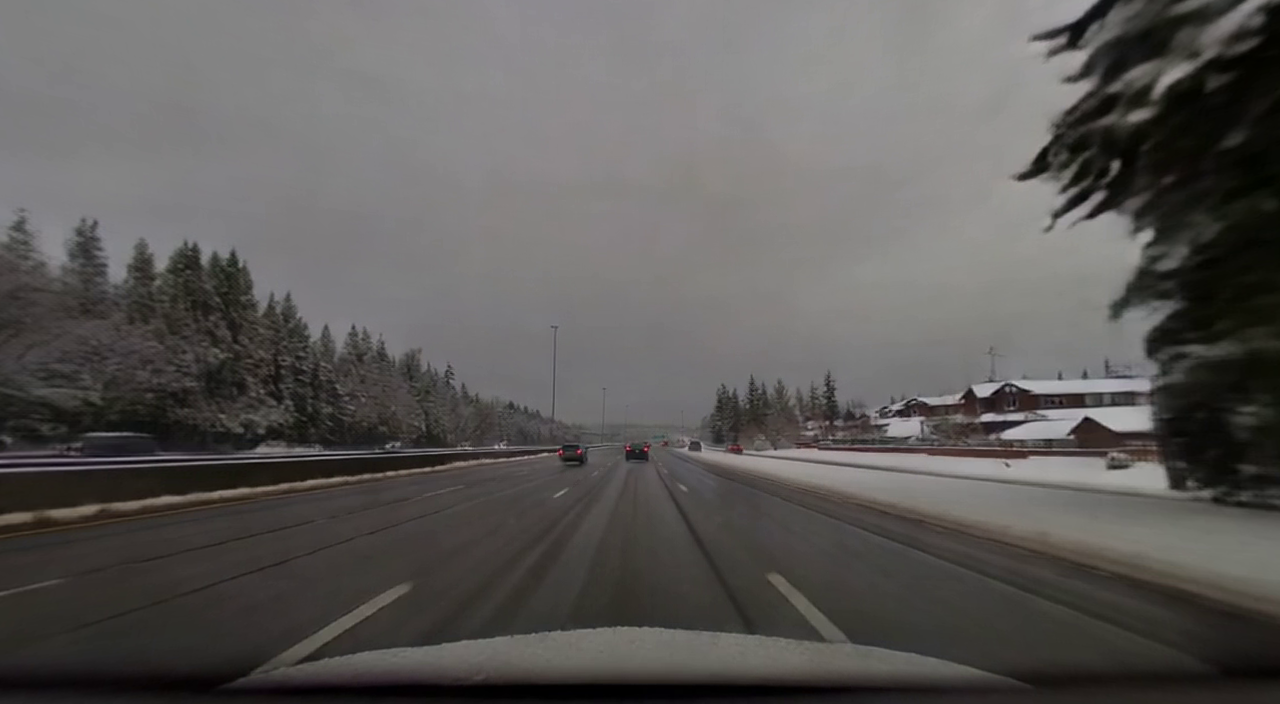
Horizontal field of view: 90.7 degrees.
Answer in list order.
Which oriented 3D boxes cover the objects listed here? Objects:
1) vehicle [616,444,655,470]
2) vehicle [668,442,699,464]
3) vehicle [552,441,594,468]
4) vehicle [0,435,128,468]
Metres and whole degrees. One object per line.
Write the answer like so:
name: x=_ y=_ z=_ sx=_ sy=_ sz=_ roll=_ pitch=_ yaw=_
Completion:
vehicle: x=-0.269 y=6.261 z=37.899 sx=2.146 sy=1.485 sz=4.332 roll=0 pitch=-9 yaw=0
vehicle: x=3.312 y=7.770 z=48.857 sx=2.084 sy=1.624 sz=3.935 roll=0 pitch=-9 yaw=-1
vehicle: x=-4.462 y=6.909 z=42.766 sx=2.260 sy=1.706 sz=4.177 roll=0 pitch=-9 yaw=1
vehicle: x=-34.984 y=6.064 z=38.660 sx=2.752 sy=1.885 sz=5.571 roll=0 pitch=-9 yaw=0
